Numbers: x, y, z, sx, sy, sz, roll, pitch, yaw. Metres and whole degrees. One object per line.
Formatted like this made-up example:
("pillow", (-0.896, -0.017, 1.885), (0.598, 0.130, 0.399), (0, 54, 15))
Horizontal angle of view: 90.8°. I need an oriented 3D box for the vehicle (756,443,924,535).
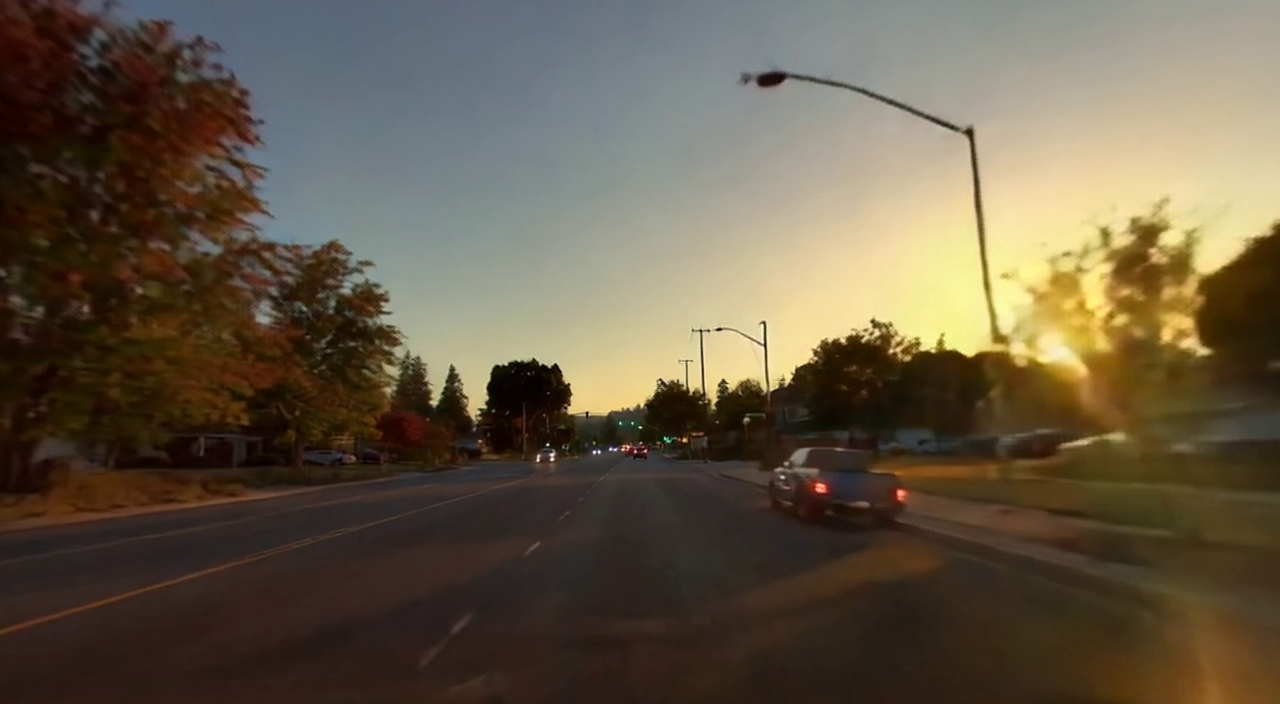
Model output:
("vehicle", (3.704, 2.596, 12.630), (1.942, 1.502, 4.244), (0, -9, 0))
